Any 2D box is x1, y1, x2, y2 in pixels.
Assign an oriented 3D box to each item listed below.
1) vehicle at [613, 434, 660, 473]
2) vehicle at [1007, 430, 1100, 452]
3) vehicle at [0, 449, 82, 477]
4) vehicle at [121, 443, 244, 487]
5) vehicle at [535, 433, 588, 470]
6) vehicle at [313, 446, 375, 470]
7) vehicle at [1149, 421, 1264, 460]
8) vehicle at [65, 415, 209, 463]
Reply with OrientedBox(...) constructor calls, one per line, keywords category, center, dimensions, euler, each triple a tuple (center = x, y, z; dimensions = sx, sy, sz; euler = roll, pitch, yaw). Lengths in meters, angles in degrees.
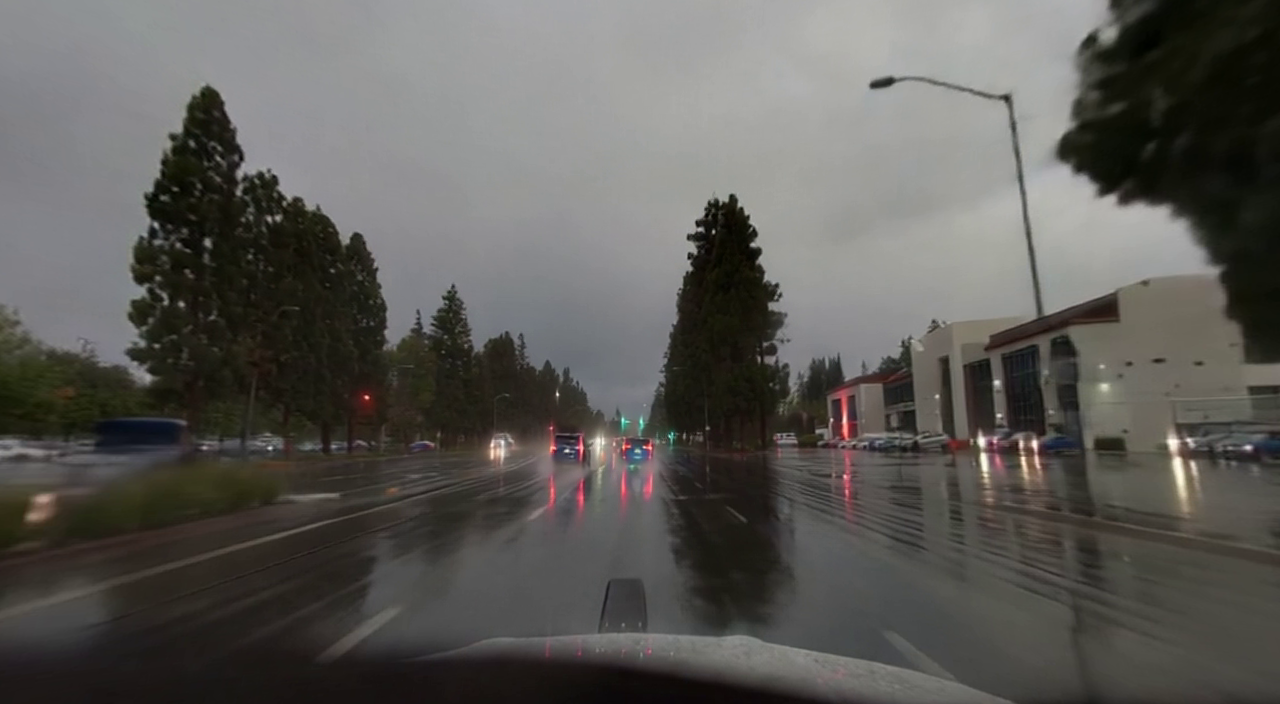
OrientedBox(category="vehicle", center=(-0.159, 4.683, 29.186), dimensions=(2.042, 1.641, 4.187), euler=(0, -8, 0))
OrientedBox(category="vehicle", center=(29.891, 6.449, 45.503), dimensions=(5.212, 1.538, 2.086), euler=(0, -8, 1))
OrientedBox(category="vehicle", center=(-34.436, 6.326, 35.716), dimensions=(3.654, 1.375, 1.779), euler=(-1, -6, 0))
OrientedBox(category="vehicle", center=(-19.448, 4.782, 26.992), dimensions=(1.946, 1.725, 4.508), euler=(0, -8, -1))
OrientedBox(category="vehicle", center=(-3.926, 5.045, 32.014), dimensions=(2.113, 1.713, 4.422), euler=(0, -8, 0))
OrientedBox(category="vehicle", center=(-19.970, 7.150, 42.551), dimensions=(1.994, 1.475, 4.521), euler=(0, -8, 0))
OrientedBox(category="vehicle", center=(31.317, 4.904, 34.806), dimensions=(4.175, 2.084, 2.155), euler=(0, -9, 1))
OrientedBox(category="vehicle", center=(-35.158, 6.133, 44.110), dimensions=(7.444, 3.245, 2.697), euler=(0, -8, -2))
